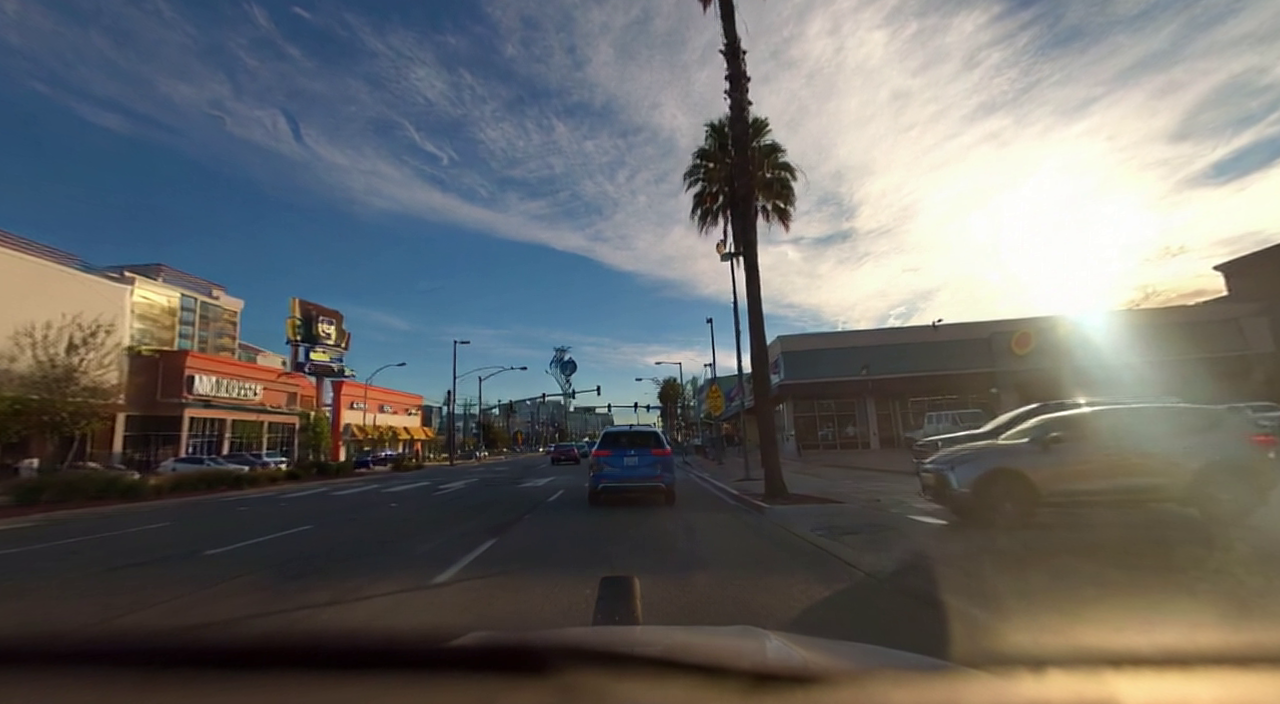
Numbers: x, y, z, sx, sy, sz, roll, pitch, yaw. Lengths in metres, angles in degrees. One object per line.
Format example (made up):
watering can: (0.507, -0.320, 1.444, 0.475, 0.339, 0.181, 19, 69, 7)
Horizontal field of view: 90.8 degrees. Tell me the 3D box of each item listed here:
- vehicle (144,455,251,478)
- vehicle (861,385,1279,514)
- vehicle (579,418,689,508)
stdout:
vehicle: (-27.610, 7.150, 39.622, 5.154, 1.343, 1.943, 4, -9, -24)
vehicle: (6.238, 1.482, 9.697, 4.828, 1.733, 2.231, 0, -9, 0)
vehicle: (-0.179, 2.553, 14.882, 2.234, 1.818, 3.869, 0, -9, -1)
